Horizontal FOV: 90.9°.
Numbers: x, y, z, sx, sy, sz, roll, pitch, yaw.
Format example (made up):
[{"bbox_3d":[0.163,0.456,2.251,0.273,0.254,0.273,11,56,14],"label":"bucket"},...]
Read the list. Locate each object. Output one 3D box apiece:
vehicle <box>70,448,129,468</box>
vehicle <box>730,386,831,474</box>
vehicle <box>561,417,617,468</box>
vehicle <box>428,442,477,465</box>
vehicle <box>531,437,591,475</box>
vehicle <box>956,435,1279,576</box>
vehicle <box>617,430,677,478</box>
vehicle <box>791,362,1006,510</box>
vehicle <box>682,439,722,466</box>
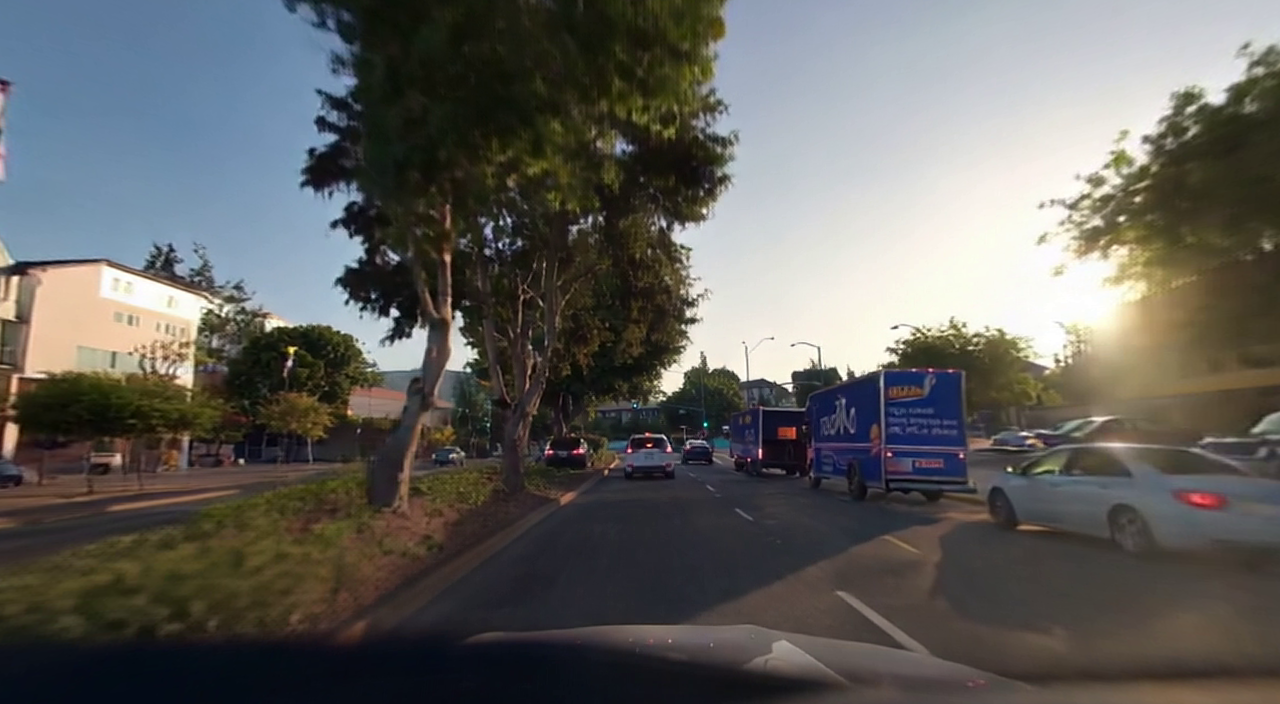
[{"bbox_3d":[-41.382,8.086,48.396,1.795,1.416,4.294,2,-9,-16],"label":"vehicle"},{"bbox_3d":[6.985,4.251,33.275,2.816,3.804,10.315,-2,-9,0],"label":"vehicle"},{"bbox_3d":[-2.969,5.521,38.509,2.715,2.791,7.171,0,-8,1],"label":"vehicle"},{"bbox_3d":[-13.756,7.460,46.588,1.928,1.497,4.446,-1,-7,4],"label":"vehicle"},{"bbox_3d":[-3.338,4.475,27.478,2.008,1.500,4.369,0,-8,1],"label":"vehicle"},{"bbox_3d":[6.662,1.966,9.016,1.980,1.473,4.537,0,-8,1],"label":"vehicle"},{"bbox_3d":[0.309,4.031,25.041,2.209,1.718,4.008,-1,-8,2],"label":"vehicle"},{"bbox_3d":[6.825,2.466,18.358,2.891,3.361,7.843,0,-8,0],"label":"vehicle"},{"bbox_3d":[3.713,6.137,38.575,2.075,1.540,4.411,0,-8,1],"label":"vehicle"}]
